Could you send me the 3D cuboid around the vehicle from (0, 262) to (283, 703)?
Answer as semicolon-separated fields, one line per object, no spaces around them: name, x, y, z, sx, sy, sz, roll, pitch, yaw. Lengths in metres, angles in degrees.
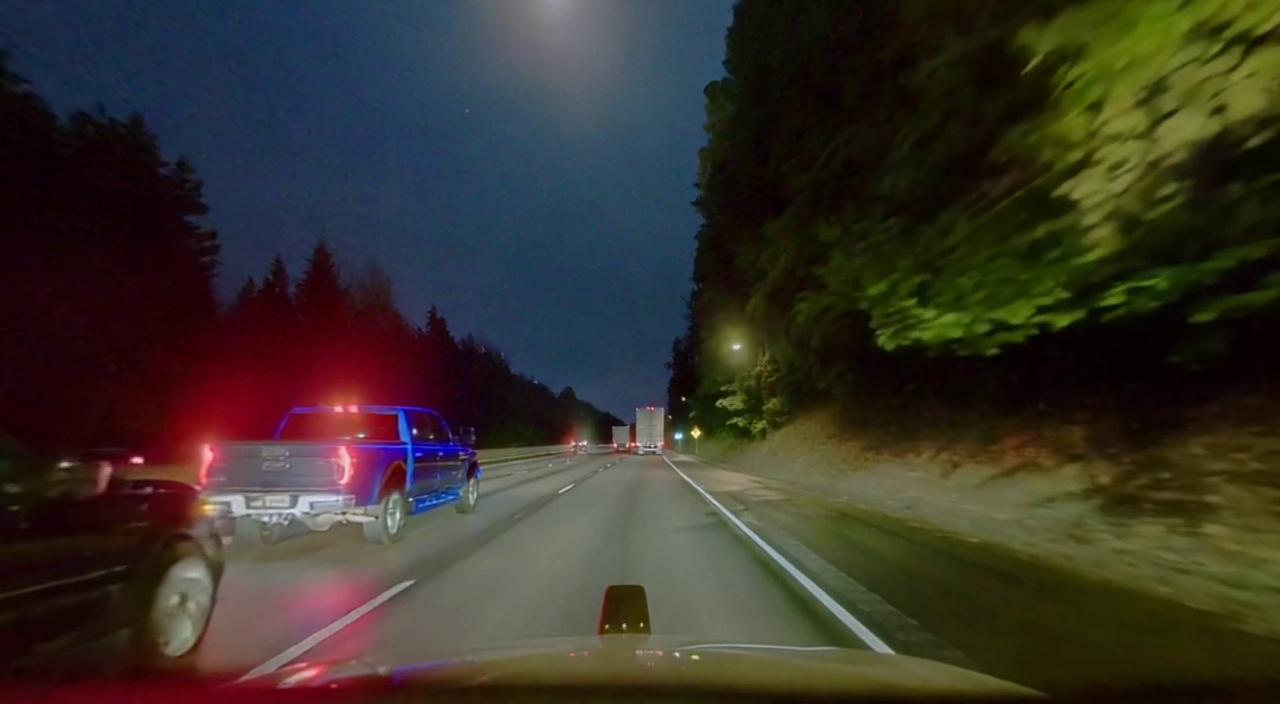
vehicle;-4.119;0.538;1.739;2.651;2.126;5.936;0;-8;1
